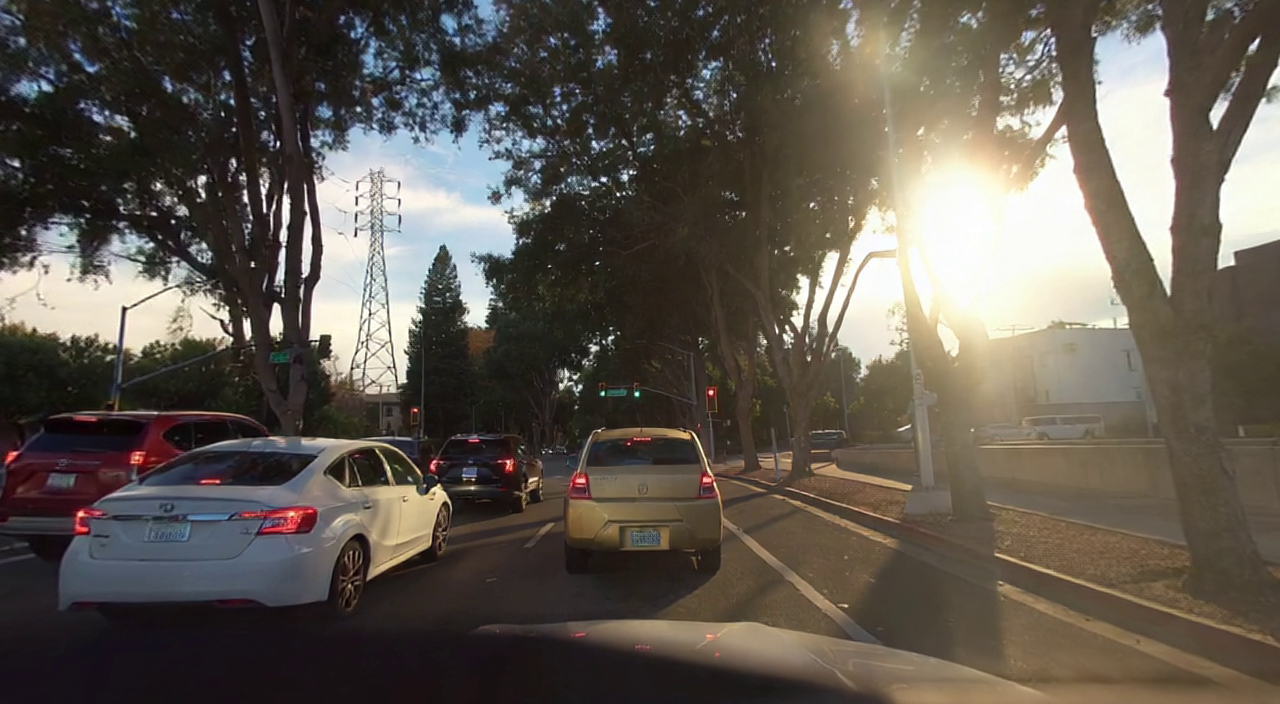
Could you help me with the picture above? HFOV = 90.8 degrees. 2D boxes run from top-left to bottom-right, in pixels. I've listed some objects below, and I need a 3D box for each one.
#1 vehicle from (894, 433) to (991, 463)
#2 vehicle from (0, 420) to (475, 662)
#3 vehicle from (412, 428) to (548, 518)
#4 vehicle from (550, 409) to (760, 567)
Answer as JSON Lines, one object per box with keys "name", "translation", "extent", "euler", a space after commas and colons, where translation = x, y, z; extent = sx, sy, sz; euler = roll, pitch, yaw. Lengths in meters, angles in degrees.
{"name": "vehicle", "translation": [15.113, 4.802, 31.696], "extent": [3.858, 1.437, 1.899], "euler": [0, -8, -4]}
{"name": "vehicle", "translation": [-3.161, 1.497, 6.202], "extent": [1.973, 1.469, 4.448], "euler": [0, -8, -1]}
{"name": "vehicle", "translation": [-3.242, 2.522, 13.665], "extent": [1.997, 1.636, 3.760], "euler": [0, -8, -1]}
{"name": "vehicle", "translation": [0.095, 1.764, 8.923], "extent": [2.239, 1.661, 4.224], "euler": [0, -8, -2]}
